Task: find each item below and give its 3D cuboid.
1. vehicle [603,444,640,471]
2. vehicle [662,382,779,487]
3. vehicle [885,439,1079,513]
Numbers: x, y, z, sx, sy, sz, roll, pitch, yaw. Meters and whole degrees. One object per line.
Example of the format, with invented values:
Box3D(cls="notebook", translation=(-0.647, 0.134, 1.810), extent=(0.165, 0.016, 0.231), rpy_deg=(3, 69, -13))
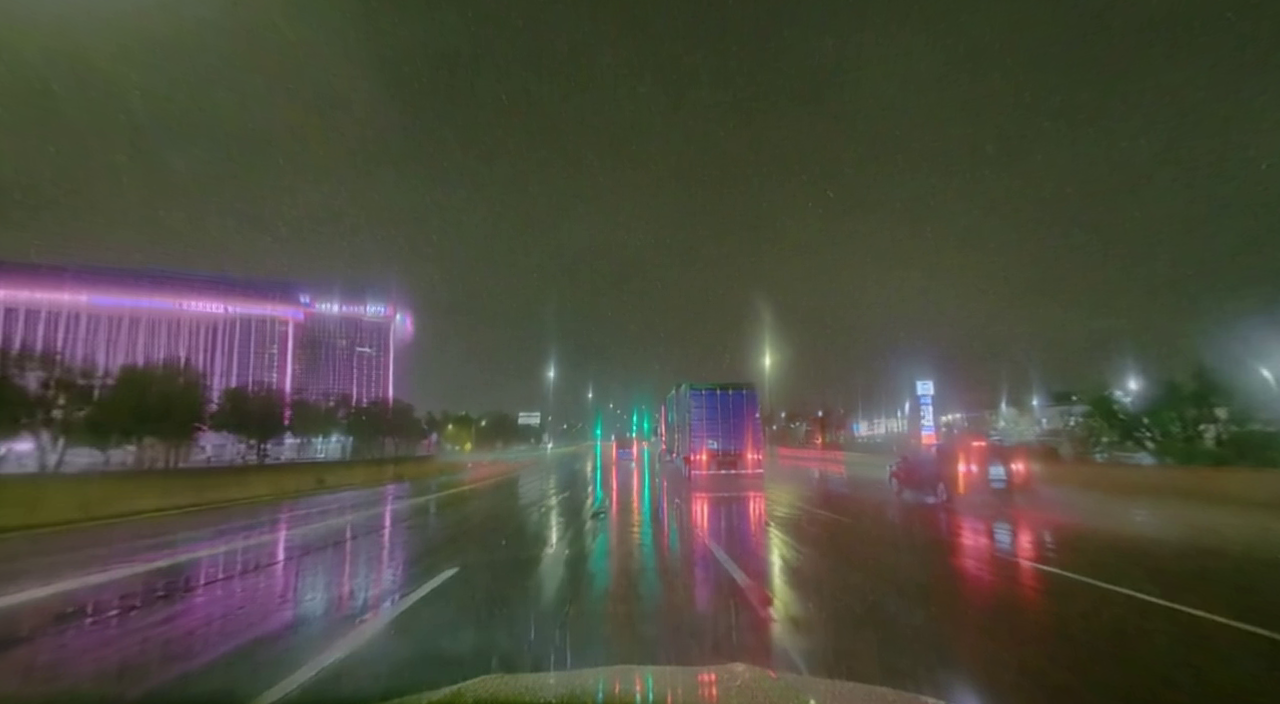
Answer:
Box3D(cls="vehicle", translation=(-1.018, 5.838, 35.115), extent=(1.929, 1.395, 3.999), rpy_deg=(0, -9, -1))
Box3D(cls="vehicle", translation=(2.737, 3.445, 25.604), extent=(2.934, 3.325, 10.986), rpy_deg=(0, -9, -2))
Box3D(cls="vehicle", translation=(7.883, 2.885, 15.231), extent=(2.105, 1.494, 4.537), rpy_deg=(0, -9, -1))
